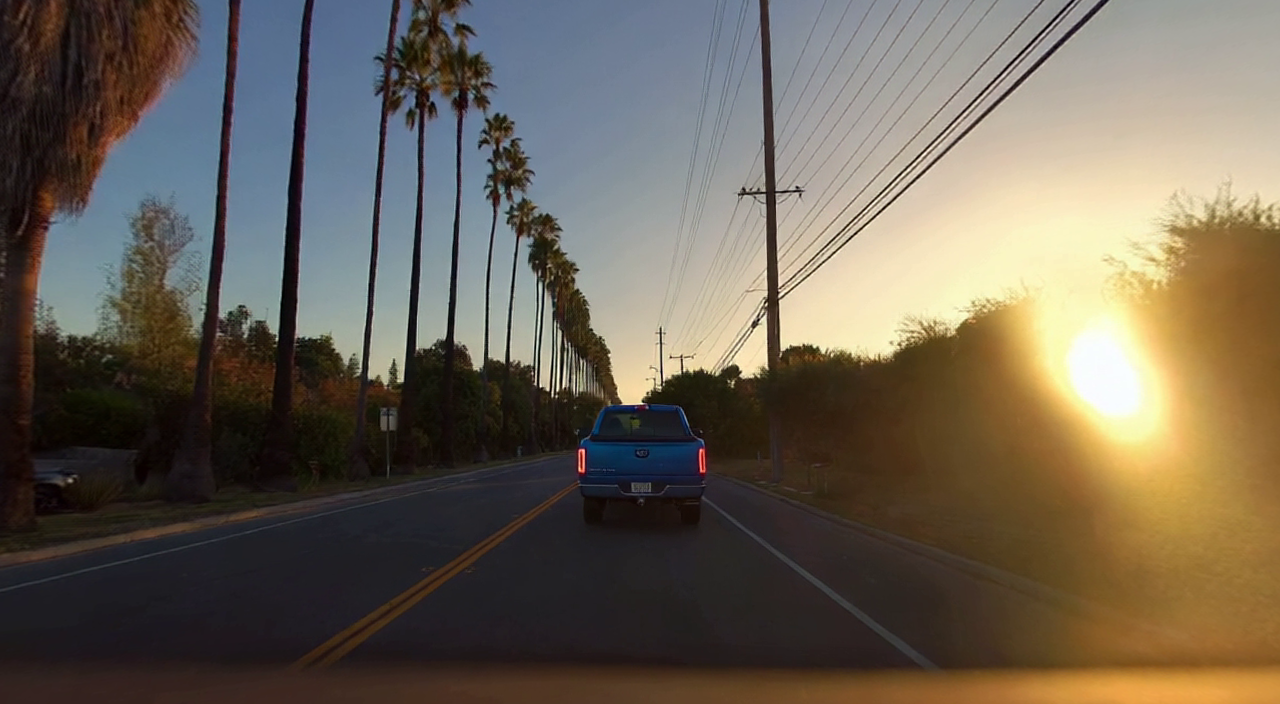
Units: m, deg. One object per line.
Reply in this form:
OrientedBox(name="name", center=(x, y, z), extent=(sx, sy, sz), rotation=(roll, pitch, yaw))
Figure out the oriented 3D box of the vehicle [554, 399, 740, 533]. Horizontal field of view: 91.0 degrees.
OrientedBox(name="vehicle", center=(0.056, 2.155, 12.497), extent=(2.803, 2.005, 5.885), rotation=(0, -8, -1))
